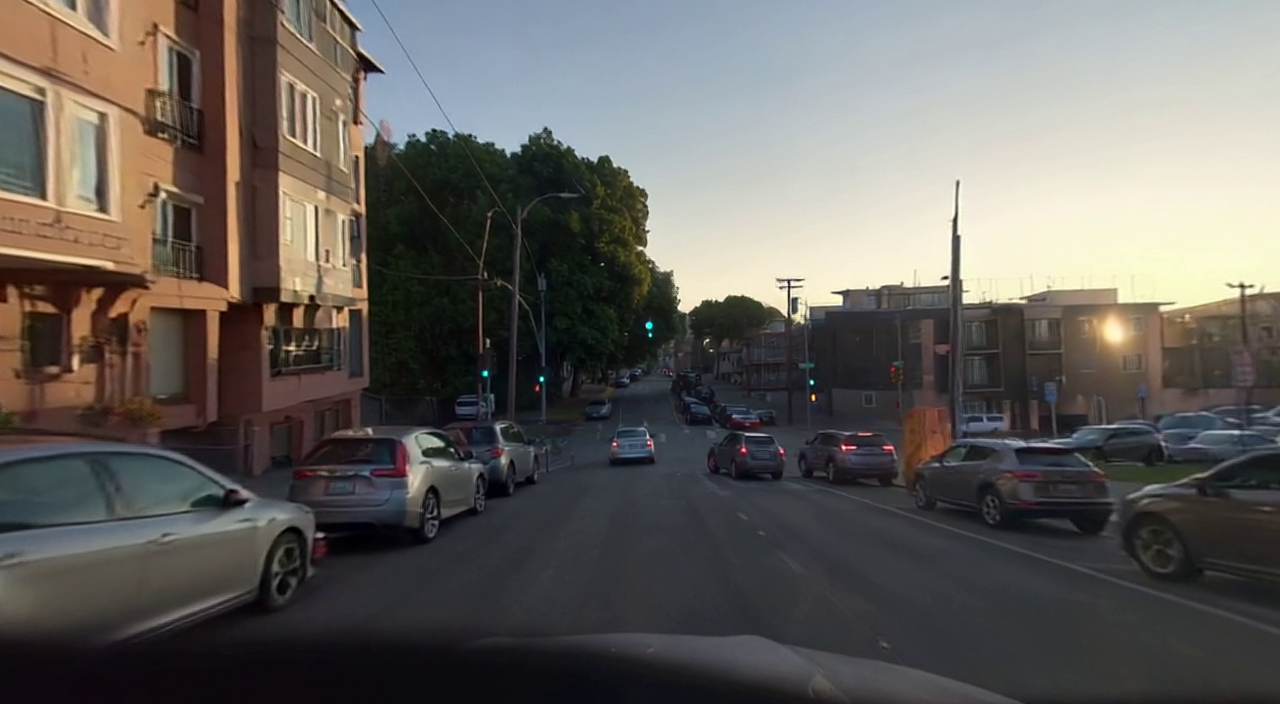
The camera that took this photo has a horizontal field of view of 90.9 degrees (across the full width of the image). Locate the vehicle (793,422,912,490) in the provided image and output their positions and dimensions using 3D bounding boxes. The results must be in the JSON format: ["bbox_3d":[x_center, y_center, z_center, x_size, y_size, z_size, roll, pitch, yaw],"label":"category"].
[{"bbox_3d":[6.132,3.044,18.823,1.999,1.752,4.502,0,-8,1],"label":"vehicle"}]

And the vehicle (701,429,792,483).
[{"bbox_3d":[3.152,3.178,19.633,2.055,1.450,4.676,0,-8,0],"label":"vehicle"}]

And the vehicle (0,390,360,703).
[{"bbox_3d":[-3.525,1.037,3.471,1.869,1.491,4.458,0,-8,1],"label":"vehicle"}]

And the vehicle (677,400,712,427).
[{"bbox_3d":[3.751,4.340,44.137,2.093,1.655,4.327,0,-8,1],"label":"vehicle"}]

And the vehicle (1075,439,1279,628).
[{"bbox_3d":[6.056,1.454,5.124,1.938,1.487,4.371,0,-8,1],"label":"vehicle"}]

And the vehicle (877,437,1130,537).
[{"bbox_3d":[6.155,2.289,11.460,1.962,1.438,4.440,0,-8,0],"label":"vehicle"}]

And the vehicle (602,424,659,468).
[{"bbox_3d":[-0.292,3.456,23.312,1.923,1.460,3.923,0,-8,1],"label":"vehicle"}]

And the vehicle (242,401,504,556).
[{"bbox_3d":[-3.449,1.713,9.261,1.922,1.704,4.398,0,-8,0],"label":"vehicle"}]

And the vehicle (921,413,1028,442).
[{"bbox_3d":[18.396,4.201,34.818,4.738,1.537,1.960,-1,-8,2],"label":"vehicle"}]

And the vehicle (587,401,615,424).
[{"bbox_3d":[-2.882,4.581,47.310,1.878,1.521,3.697,0,-8,-1],"label":"vehicle"}]
